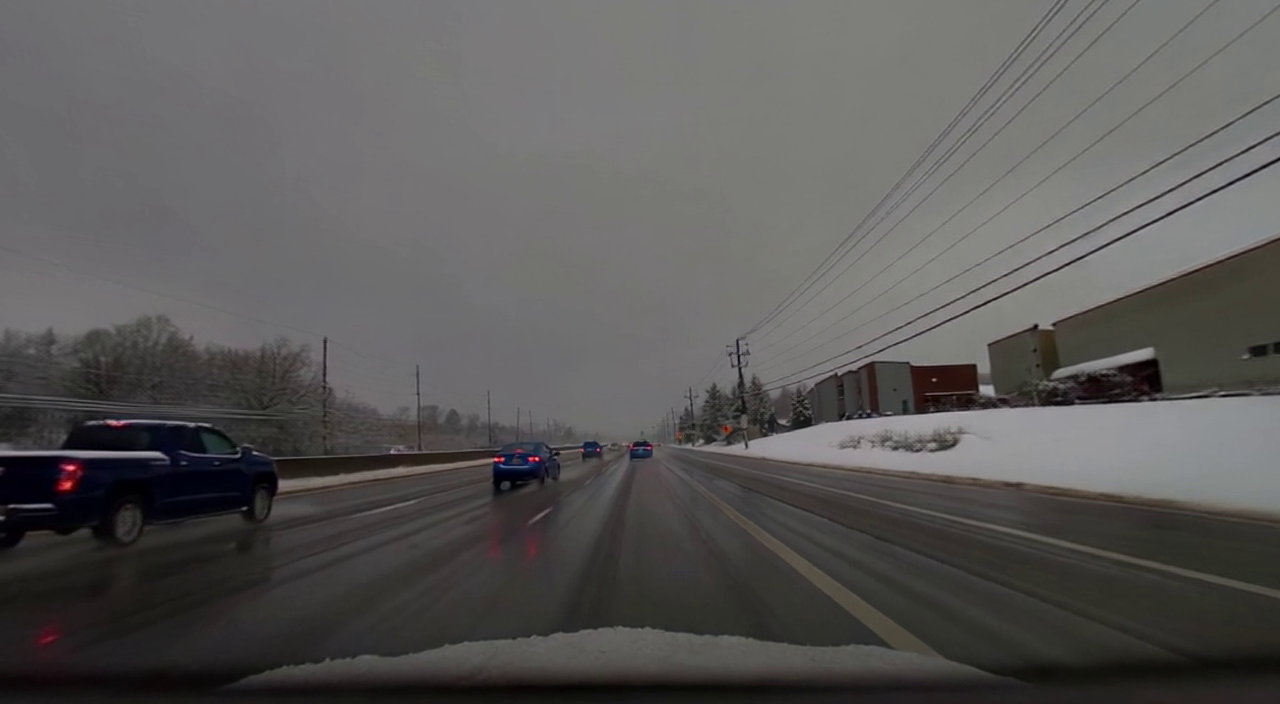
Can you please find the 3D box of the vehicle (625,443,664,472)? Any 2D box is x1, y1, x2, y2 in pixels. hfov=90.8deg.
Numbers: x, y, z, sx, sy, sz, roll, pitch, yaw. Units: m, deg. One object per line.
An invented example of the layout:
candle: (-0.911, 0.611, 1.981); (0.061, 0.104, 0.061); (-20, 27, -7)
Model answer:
vehicle: (0.266, 5.841, 35.232); (2.030, 1.471, 4.115); (0, -9, 0)

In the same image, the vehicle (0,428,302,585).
vehicle: (-6.872, 1.853, 8.537); (1.959, 1.496, 4.740); (0, -9, 0)

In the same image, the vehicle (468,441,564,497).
vehicle: (-3.519, 3.395, 18.773); (1.938, 1.444, 4.206); (0, -9, 1)

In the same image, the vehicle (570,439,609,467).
vehicle: (-3.337, 6.833, 42.983); (2.244, 1.752, 4.439); (0, -9, 1)
